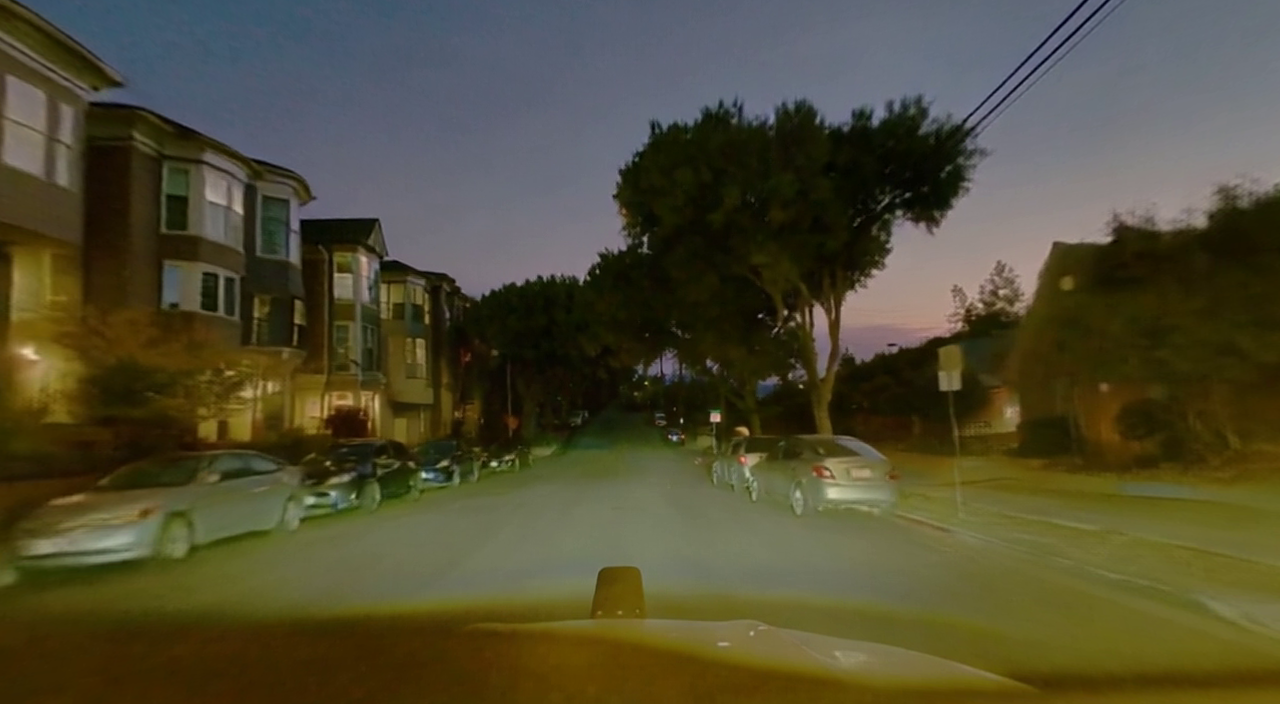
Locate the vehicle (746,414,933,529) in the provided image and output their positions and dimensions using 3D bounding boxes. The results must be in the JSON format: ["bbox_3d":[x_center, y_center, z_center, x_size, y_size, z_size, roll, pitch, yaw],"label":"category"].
[{"bbox_3d":[3.425,2.159,11.942,1.952,1.738,4.518,0,-8,-2],"label":"vehicle"}]

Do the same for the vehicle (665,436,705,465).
[{"bbox_3d":[2.665,5.979,38.463,1.966,1.620,4.187,0,-8,-3],"label":"vehicle"}]

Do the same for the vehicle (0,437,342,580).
[{"bbox_3d":[-6.074,1.968,8.792,2.003,1.489,4.051,0,-8,-3],"label":"vehicle"}]

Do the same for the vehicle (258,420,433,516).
[{"bbox_3d":[-6.210,2.556,14.024,1.830,1.750,4.502,1,-10,-2],"label":"vehicle"}]
